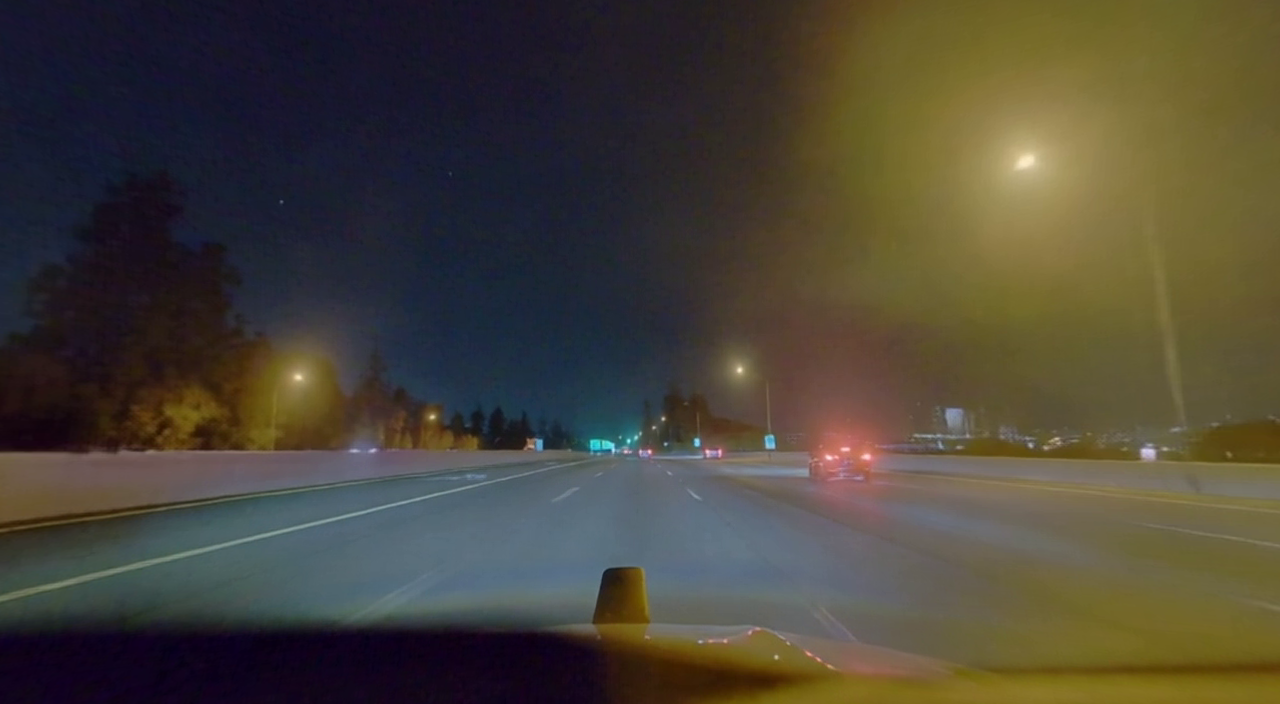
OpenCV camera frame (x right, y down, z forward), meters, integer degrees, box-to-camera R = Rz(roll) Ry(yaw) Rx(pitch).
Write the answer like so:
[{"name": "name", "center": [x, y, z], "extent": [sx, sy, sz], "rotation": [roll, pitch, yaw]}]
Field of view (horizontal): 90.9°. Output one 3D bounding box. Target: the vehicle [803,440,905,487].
[{"name": "vehicle", "center": [7.735, 4.053, 23.332], "extent": [2.031, 1.524, 4.657], "rotation": [0, -8, -1]}]

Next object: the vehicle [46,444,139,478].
[{"name": "vehicle", "center": [-25.878, 5.125, 29.909], "extent": [1.660, 1.532, 2.932], "rotation": [0, -8, 2]}]

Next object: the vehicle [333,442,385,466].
[{"name": "vehicle", "center": [-22.085, 8.032, 49.789], "extent": [1.986, 1.717, 4.622], "rotation": [0, -8, -1]}]
